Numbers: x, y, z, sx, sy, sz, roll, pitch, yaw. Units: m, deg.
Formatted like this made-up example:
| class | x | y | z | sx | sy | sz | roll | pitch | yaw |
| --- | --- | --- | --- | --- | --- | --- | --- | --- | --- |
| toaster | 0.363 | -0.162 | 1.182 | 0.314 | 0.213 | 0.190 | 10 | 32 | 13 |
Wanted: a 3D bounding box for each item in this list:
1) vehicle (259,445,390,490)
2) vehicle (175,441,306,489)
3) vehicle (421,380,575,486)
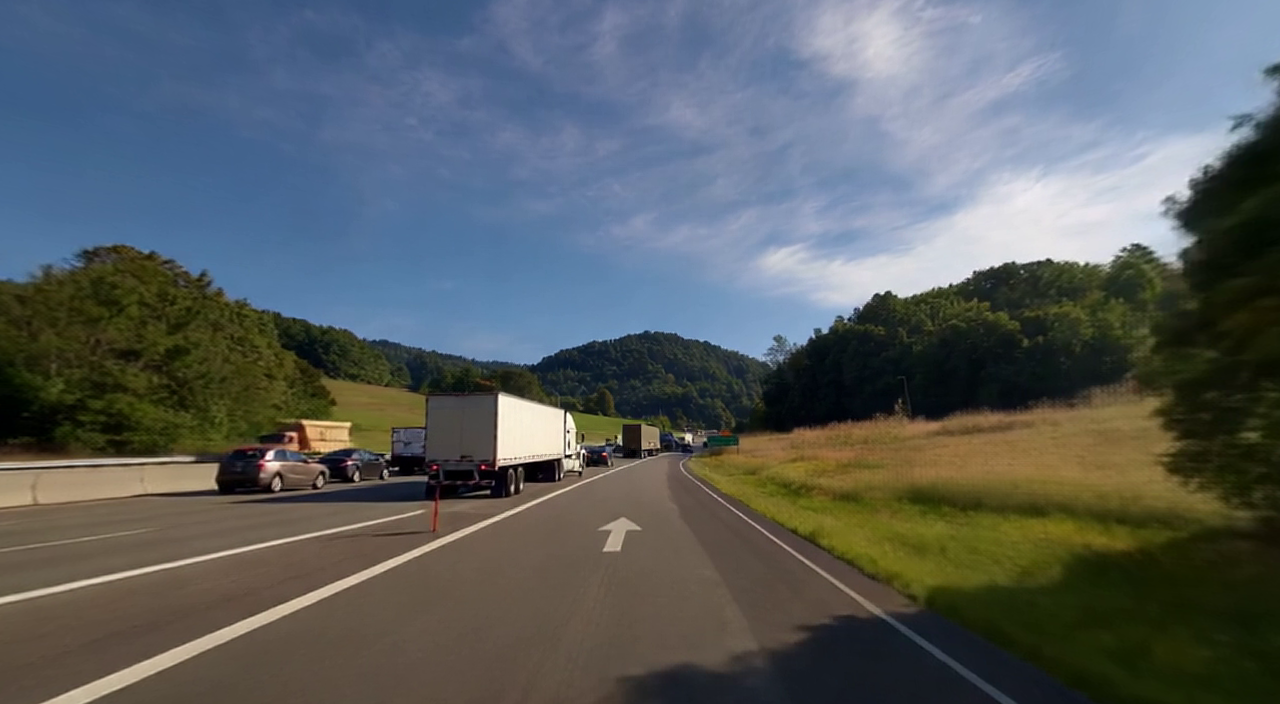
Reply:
| class | x | y | z | sx | sy | sz | roll | pitch | yaw |
| --- | --- | --- | --- | --- | --- | --- | --- | --- | --- |
| vehicle | -11.680 | 4.292 | 23.794 | 1.925 | 1.493 | 4.864 | -1 | -9 | 8 |
| vehicle | -15.509 | 4.399 | 24.799 | 1.943 | 1.662 | 4.283 | -1 | -9 | 8 |
| vehicle | -6.239 | 4.247 | 31.636 | 2.848 | 4.067 | 14.314 | -1 | -9 | 7 |
